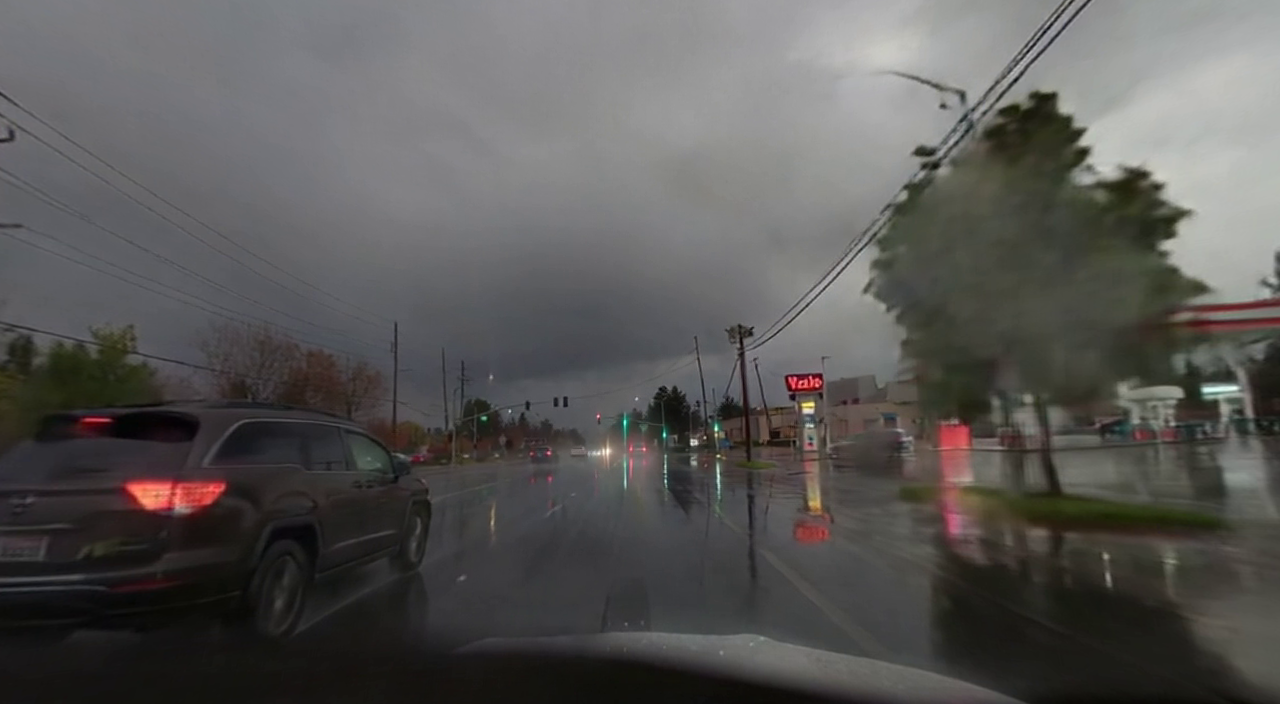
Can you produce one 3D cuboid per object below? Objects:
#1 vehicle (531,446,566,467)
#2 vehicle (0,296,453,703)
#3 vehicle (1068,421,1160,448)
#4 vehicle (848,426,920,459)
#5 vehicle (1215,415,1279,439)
[{"bbox_3d":[-6.735,7.701,46.719,1.960,1.468,4.345,0,-8,0],"label":"vehicle"},{"bbox_3d":[-3.150,1.060,4.441,2.190,1.844,4.751,0,-8,0],"label":"vehicle"},{"bbox_3d":[30.922,5.425,41.171,4.459,1.605,1.883,-10,-12,44],"label":"vehicle"},{"bbox_3d":[15.936,5.986,41.632,2.178,1.911,5.852,-1,-8,-2],"label":"vehicle"},{"bbox_3d":[41.634,5.018,42.056,4.630,1.529,1.759,-8,-10,42],"label":"vehicle"}]
